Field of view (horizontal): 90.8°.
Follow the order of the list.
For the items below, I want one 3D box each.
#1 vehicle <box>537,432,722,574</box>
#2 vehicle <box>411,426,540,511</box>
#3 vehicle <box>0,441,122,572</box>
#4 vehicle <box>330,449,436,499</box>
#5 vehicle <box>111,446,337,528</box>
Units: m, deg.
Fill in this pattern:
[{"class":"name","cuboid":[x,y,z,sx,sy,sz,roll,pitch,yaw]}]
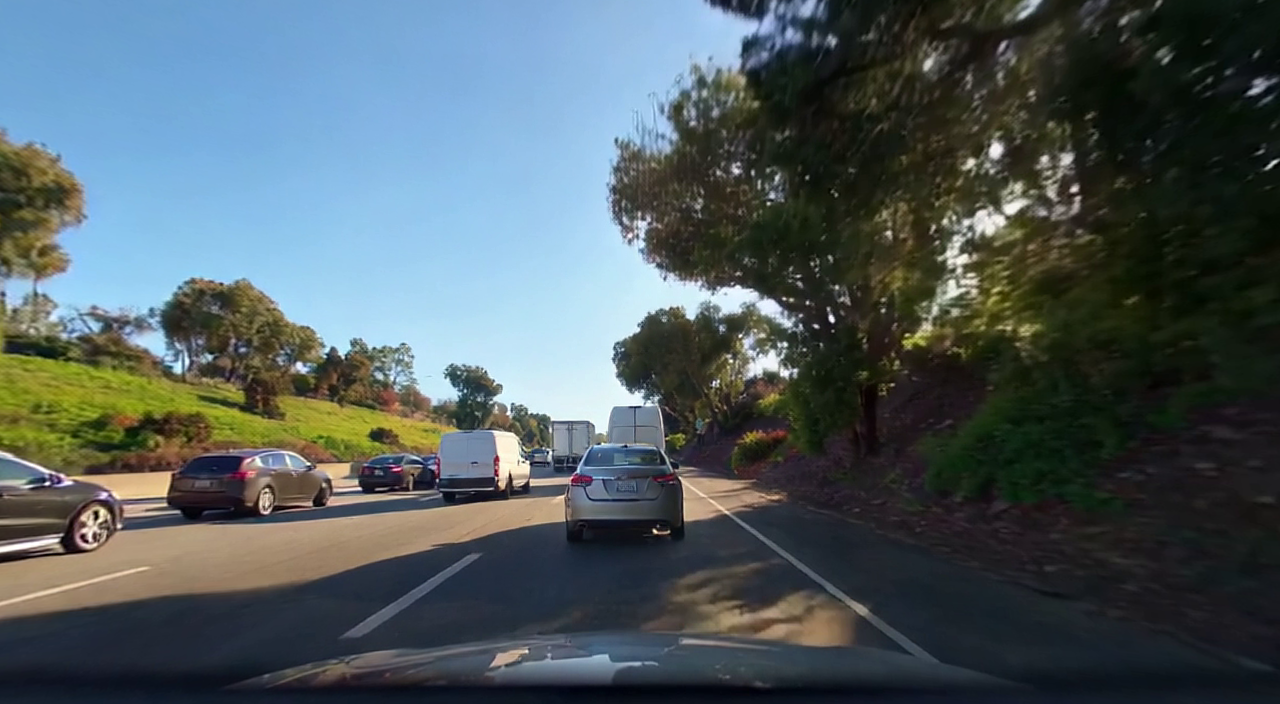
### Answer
[{"class":"vehicle","cuboid":[-0.145,1.898,8.564,1.995,1.495,3.380,0,-9,-1]},{"class":"vehicle","cuboid":[-4.126,3.024,16.753,2.055,1.913,4.584,-1,-9,2]},{"class":"vehicle","cuboid":[-8.287,1.683,6.610,1.864,1.492,4.453,-1,-9,1]},{"class":"vehicle","cuboid":[-8.406,3.991,21.050,1.826,1.465,3.916,-1,-9,1]},{"class":"vehicle","cuboid":[-8.708,2.823,13.822,1.884,1.484,4.389,-1,-9,1]}]
